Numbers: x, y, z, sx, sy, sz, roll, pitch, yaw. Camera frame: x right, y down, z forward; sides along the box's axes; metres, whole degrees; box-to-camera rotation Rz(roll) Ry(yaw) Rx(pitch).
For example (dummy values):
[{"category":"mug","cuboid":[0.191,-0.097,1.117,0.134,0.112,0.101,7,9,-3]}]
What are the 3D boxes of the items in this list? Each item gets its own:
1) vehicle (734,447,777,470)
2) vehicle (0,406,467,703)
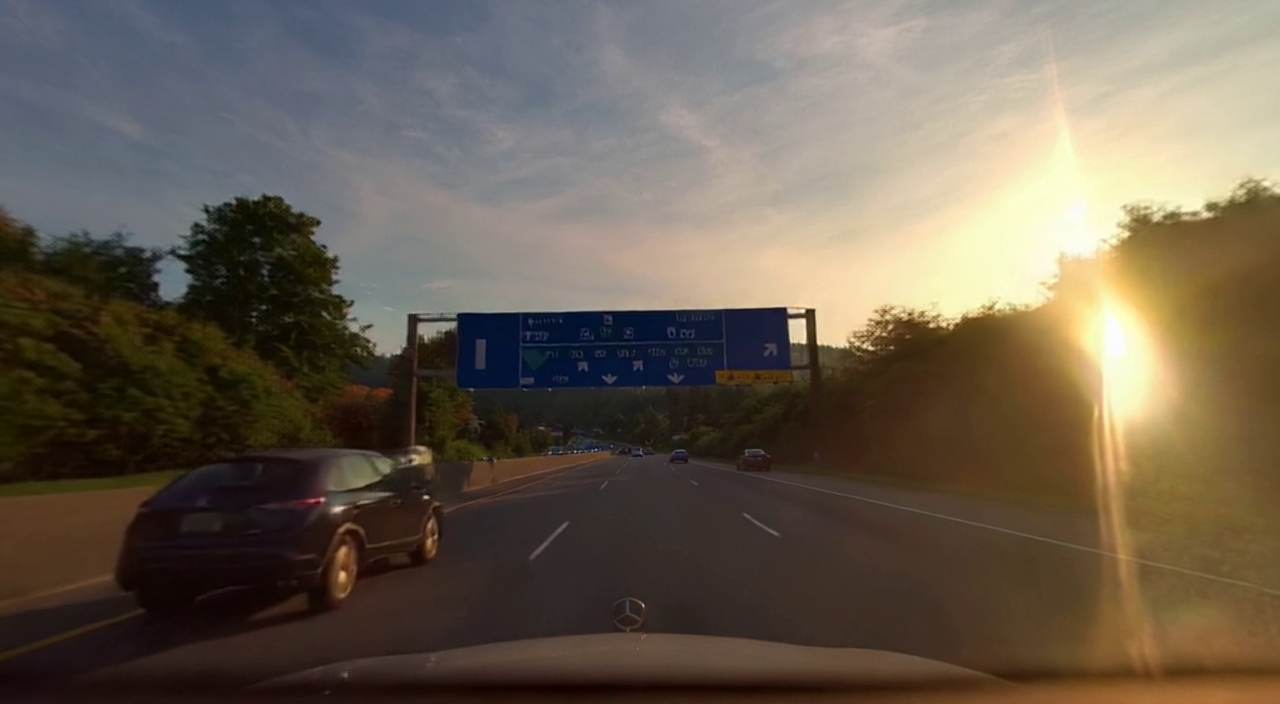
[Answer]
[{"category":"vehicle","cuboid":[7.798,7.231,42.909,1.943,1.493,4.507,0,-9,-1]},{"category":"vehicle","cuboid":[-3.221,1.393,5.427,2.191,1.563,4.318,0,-9,1]}]
